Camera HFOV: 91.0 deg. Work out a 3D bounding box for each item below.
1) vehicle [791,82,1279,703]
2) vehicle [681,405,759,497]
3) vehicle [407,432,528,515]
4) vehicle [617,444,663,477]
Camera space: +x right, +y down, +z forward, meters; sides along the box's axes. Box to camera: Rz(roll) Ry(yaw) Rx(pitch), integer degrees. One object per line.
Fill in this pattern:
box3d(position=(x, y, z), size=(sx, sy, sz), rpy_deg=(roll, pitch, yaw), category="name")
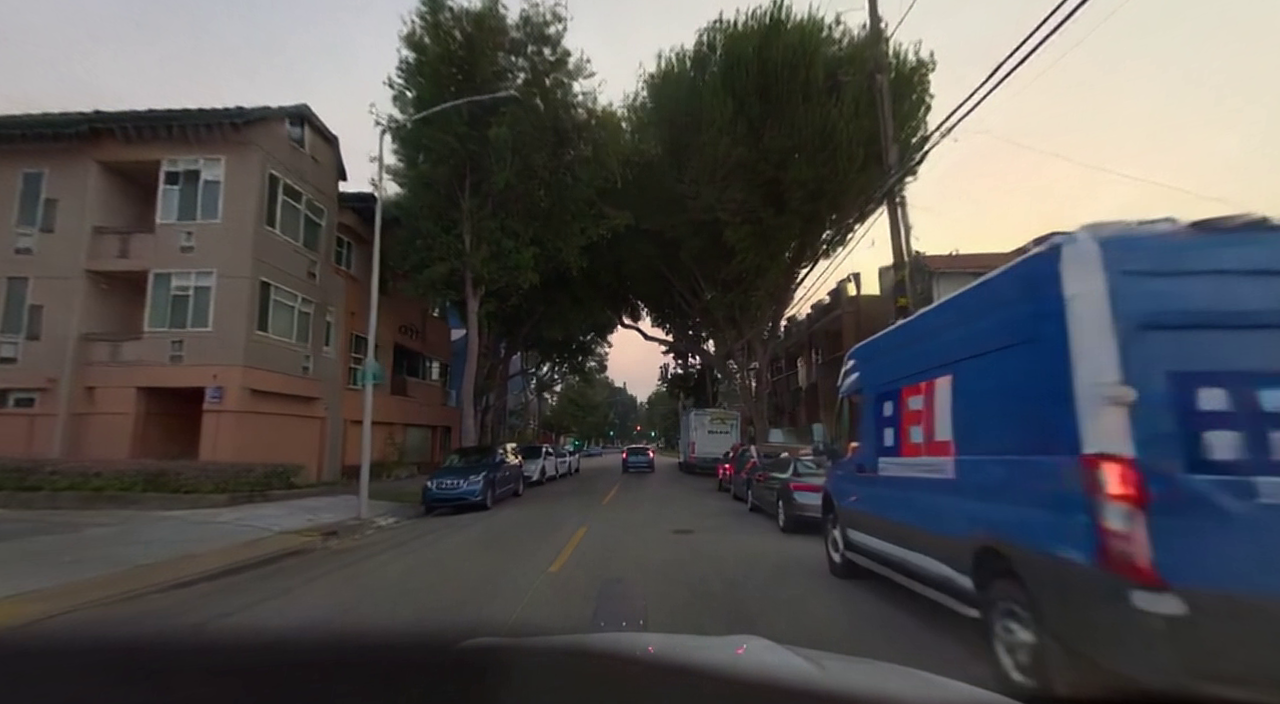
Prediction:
box3d(position=(3.070, 0.793, 5.043), size=(2.245, 2.843, 5.762), rpy_deg=(0, -8, 0), category="vehicle")
box3d(position=(2.998, 3.710, 25.219), size=(2.489, 3.082, 6.627), rpy_deg=(0, -4, 2), category="vehicle")
box3d(position=(-4.262, 3.017, 16.308), size=(1.951, 1.662, 4.046), rpy_deg=(0, -4, 1), category="vehicle")
box3d(position=(0.050, 5.296, 30.927), size=(2.095, 1.510, 3.605), rpy_deg=(0, -8, 2), category="vehicle")
